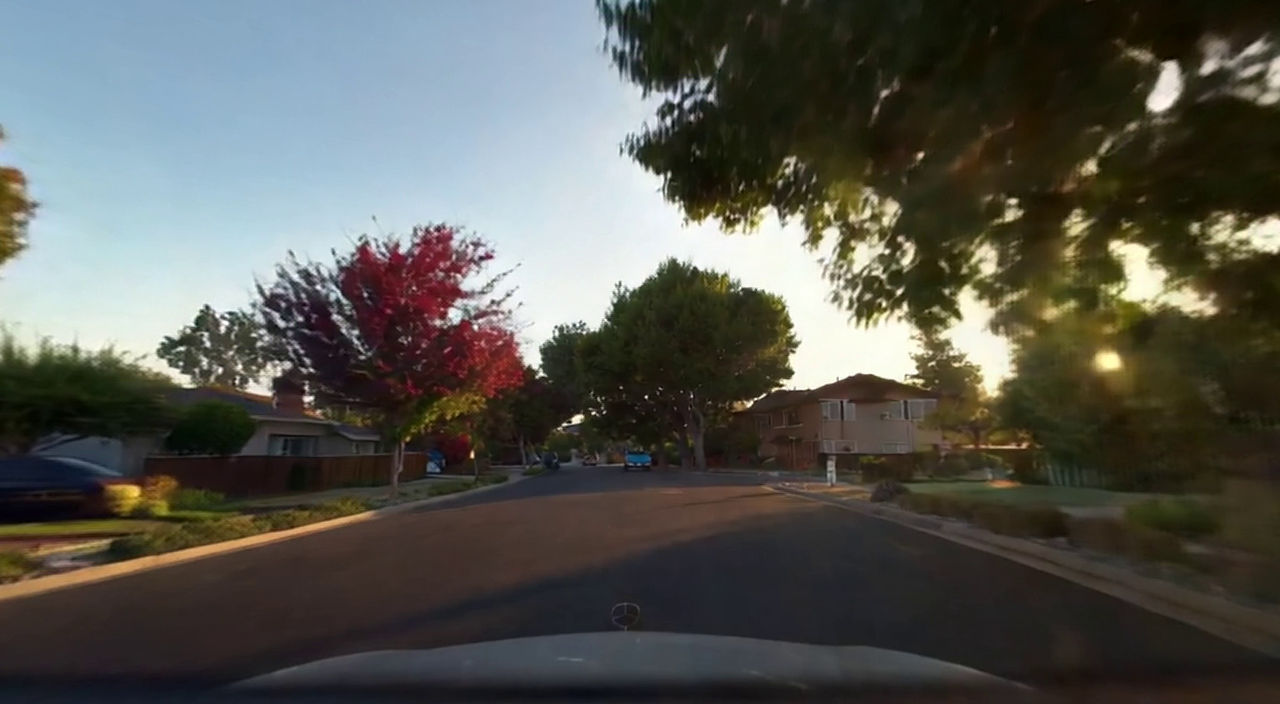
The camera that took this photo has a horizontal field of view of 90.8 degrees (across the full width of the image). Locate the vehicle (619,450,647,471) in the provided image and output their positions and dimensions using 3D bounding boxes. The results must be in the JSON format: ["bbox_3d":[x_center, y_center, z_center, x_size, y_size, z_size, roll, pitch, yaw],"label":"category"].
[{"bbox_3d":[-0.596,8.391,48.930,2.064,1.477,3.968,0,-9,-2],"label":"vehicle"}]
